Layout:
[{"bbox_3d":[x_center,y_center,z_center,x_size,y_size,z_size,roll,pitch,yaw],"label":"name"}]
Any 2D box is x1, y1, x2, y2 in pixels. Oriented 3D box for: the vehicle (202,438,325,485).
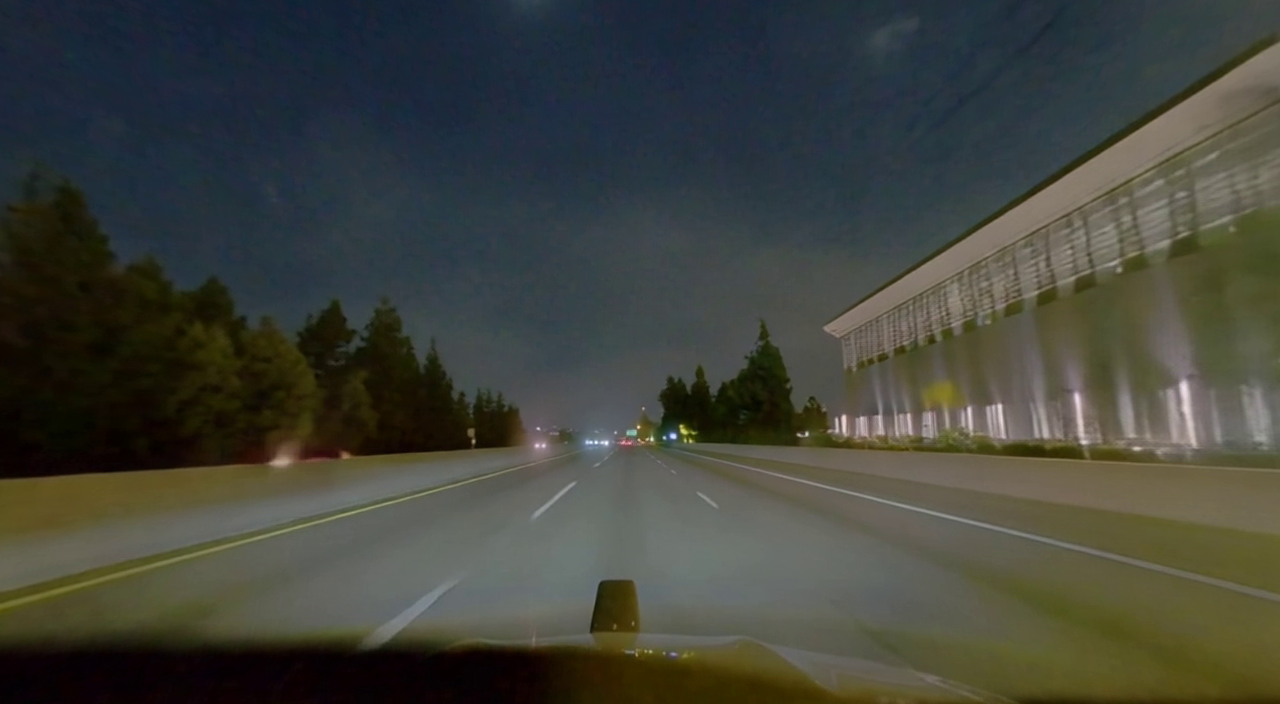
[{"bbox_3d":[-13.124,3.810,22.314,1.835,1.477,4.190,0,-8,-1],"label":"vehicle"}]
